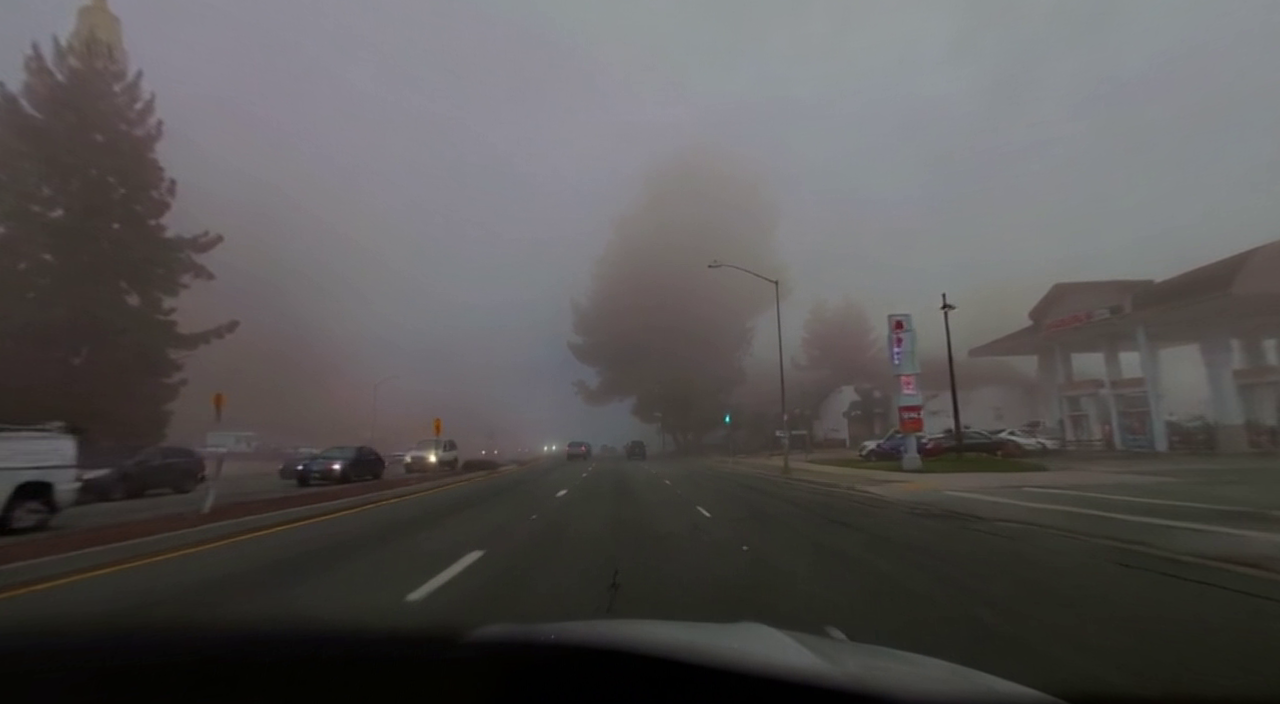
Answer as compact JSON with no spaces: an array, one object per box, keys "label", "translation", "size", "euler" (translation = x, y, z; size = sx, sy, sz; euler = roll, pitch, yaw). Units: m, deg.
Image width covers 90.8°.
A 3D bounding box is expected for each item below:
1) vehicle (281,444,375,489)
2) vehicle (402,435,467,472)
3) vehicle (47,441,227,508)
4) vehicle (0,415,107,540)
[{"label":"vehicle","translation":[-11.351,4.160,23.246],"size":[1.771,1.508,3.453],"euler":[0,-8,-2]},{"label":"vehicle","translation":[-11.885,5.891,36.931],"size":[2.229,1.957,5.057],"euler":[0,-8,-2]},{"label":"vehicle","translation":[-14.909,3.625,19.128],"size":[2.086,1.702,4.206],"euler":[-2,-9,-2]},{"label":"vehicle","translation":[-11.064,1.928,9.290],"size":[2.206,1.922,4.968],"euler":[-3,-8,-1]}]
